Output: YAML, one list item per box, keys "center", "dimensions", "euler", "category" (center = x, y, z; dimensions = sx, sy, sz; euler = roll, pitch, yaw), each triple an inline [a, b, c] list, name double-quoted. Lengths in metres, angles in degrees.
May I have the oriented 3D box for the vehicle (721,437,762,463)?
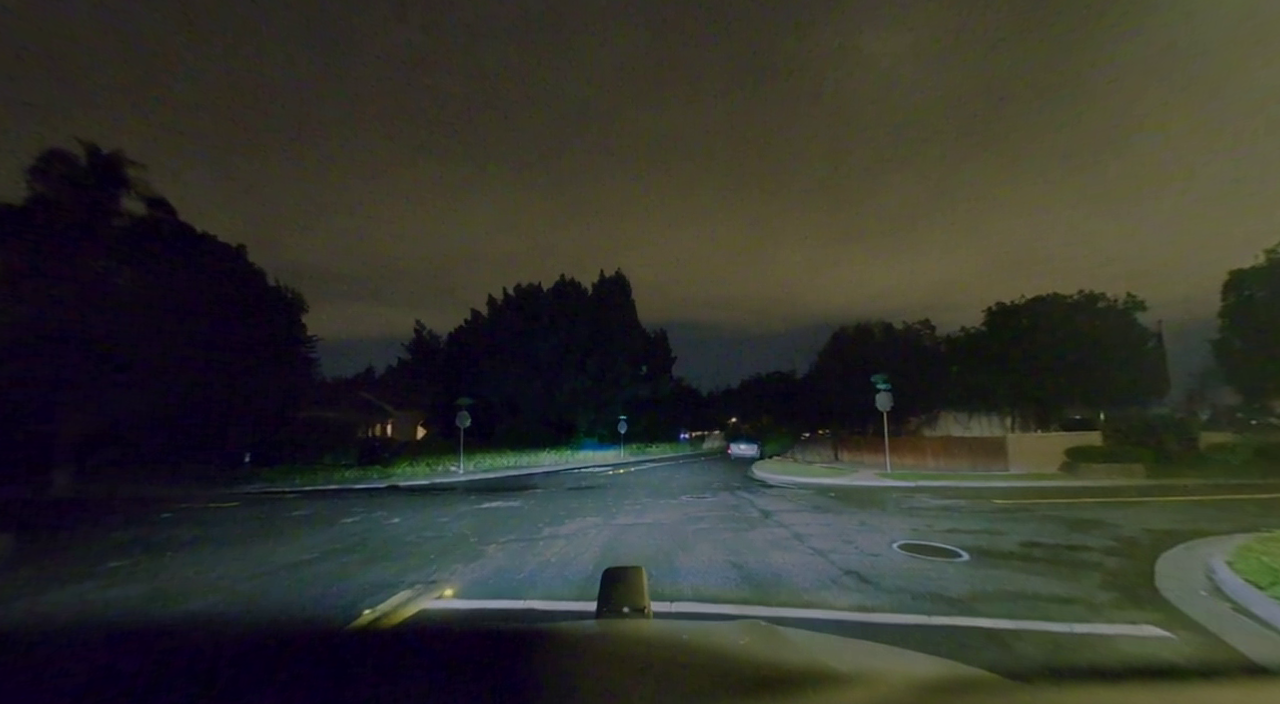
- center: [8.083, 7.712, 49.736]
  dimensions: [2.258, 1.947, 4.762]
  euler: [-3, -9, 20]
  category: "vehicle"
